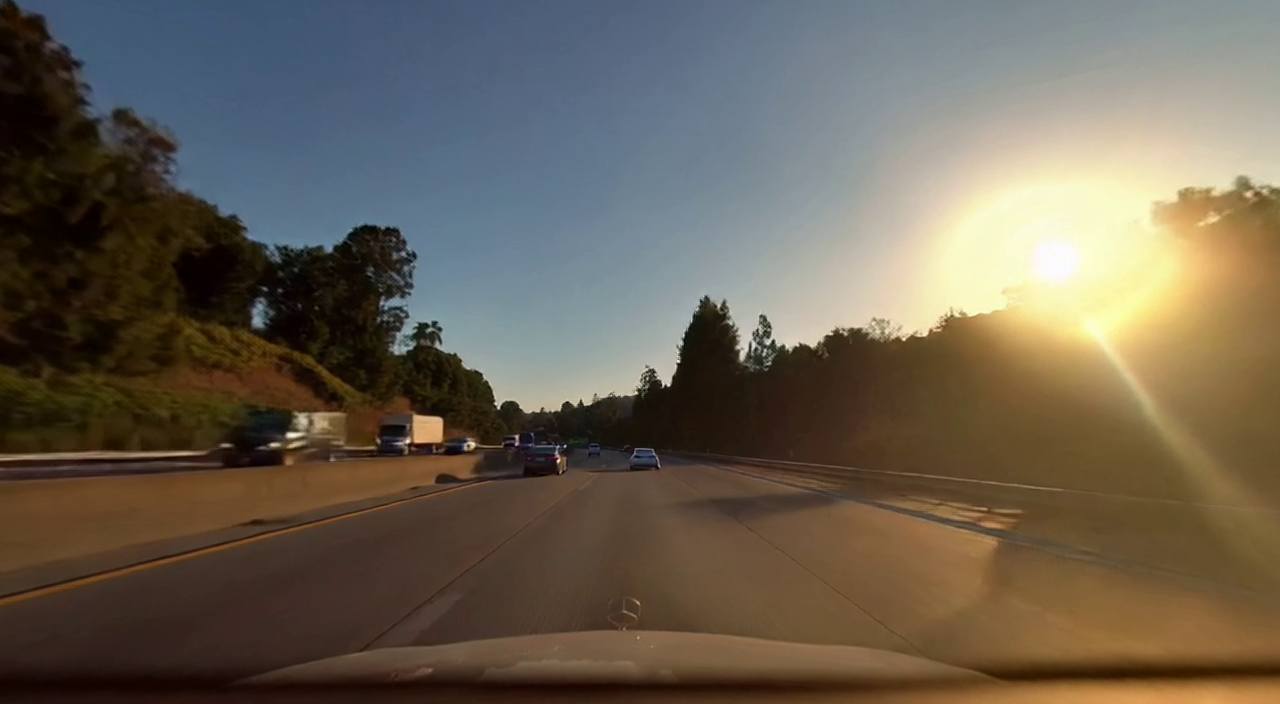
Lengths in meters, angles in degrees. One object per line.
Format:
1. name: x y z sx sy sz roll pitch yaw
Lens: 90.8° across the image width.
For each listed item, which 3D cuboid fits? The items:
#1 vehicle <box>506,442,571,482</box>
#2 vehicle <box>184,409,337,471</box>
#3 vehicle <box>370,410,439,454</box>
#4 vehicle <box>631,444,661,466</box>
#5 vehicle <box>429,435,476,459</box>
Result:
1. vehicle: -4.185 4.600 26.704 2.054 1.500 4.469 0 -8 0
2. vehicle: -12.868 3.071 21.901 2.240 1.873 4.906 0 -9 0
3. vehicle: -18.186 6.353 49.335 2.562 3.155 7.175 0 -9 0
4. vehicle: 0.380 7.422 45.530 2.008 1.499 3.192 0 -8 -2
5. vehicle: -13.213 6.767 44.840 1.988 1.578 4.686 0 -8 -1
